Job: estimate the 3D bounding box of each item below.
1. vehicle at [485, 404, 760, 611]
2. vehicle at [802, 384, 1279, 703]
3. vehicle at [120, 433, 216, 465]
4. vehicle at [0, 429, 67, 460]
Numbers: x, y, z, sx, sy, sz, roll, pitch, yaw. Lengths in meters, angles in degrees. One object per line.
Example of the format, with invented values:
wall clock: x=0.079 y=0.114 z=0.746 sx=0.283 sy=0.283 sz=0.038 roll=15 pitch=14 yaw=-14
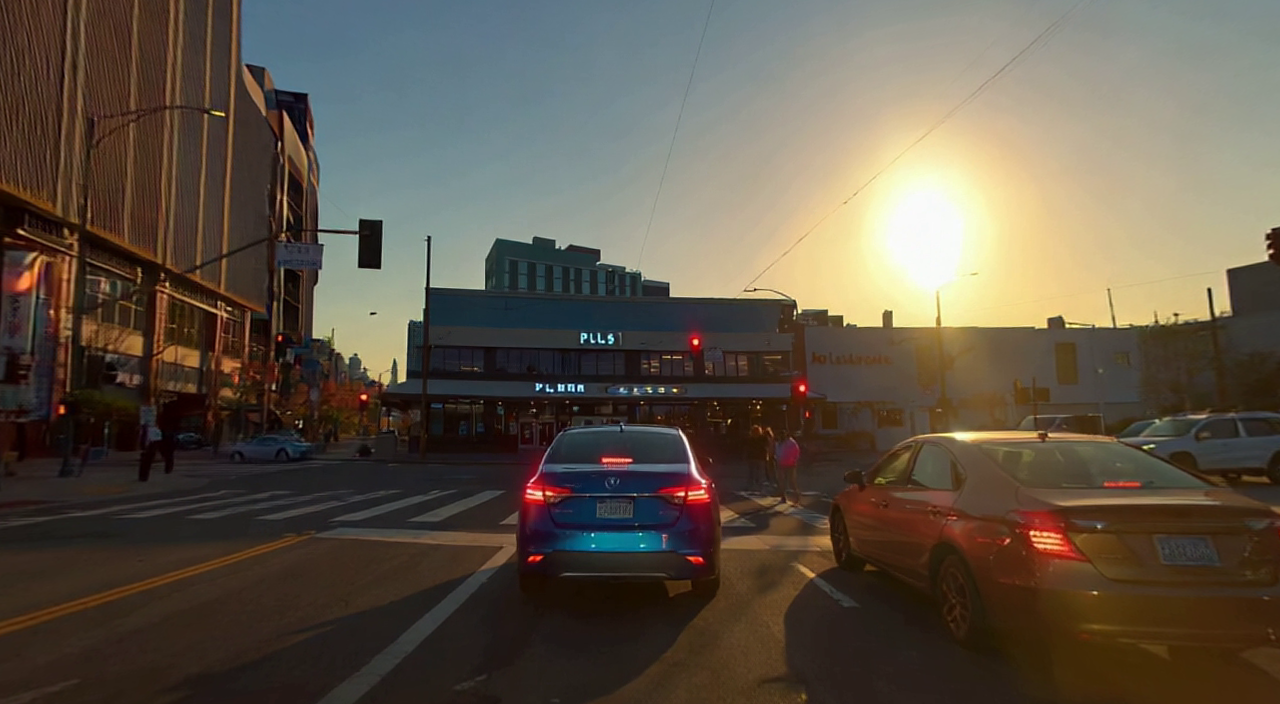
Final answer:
vehicle: x=-0.132 y=1.551 z=7.312 sx=2.123 sy=1.589 sz=4.702 roll=0 pitch=-8 yaw=0
vehicle: x=3.033 y=1.311 z=5.465 sx=1.983 sy=1.654 sz=4.354 roll=0 pitch=-8 yaw=-2
vehicle: x=-25.384 y=5.215 z=33.989 sx=4.253 sy=1.570 sz=2.132 roll=-4 pitch=-9 yaw=23
vehicle: x=-34.556 y=5.178 z=35.390 sx=4.164 sy=1.652 sz=2.087 roll=-4 pitch=-9 yaw=26
